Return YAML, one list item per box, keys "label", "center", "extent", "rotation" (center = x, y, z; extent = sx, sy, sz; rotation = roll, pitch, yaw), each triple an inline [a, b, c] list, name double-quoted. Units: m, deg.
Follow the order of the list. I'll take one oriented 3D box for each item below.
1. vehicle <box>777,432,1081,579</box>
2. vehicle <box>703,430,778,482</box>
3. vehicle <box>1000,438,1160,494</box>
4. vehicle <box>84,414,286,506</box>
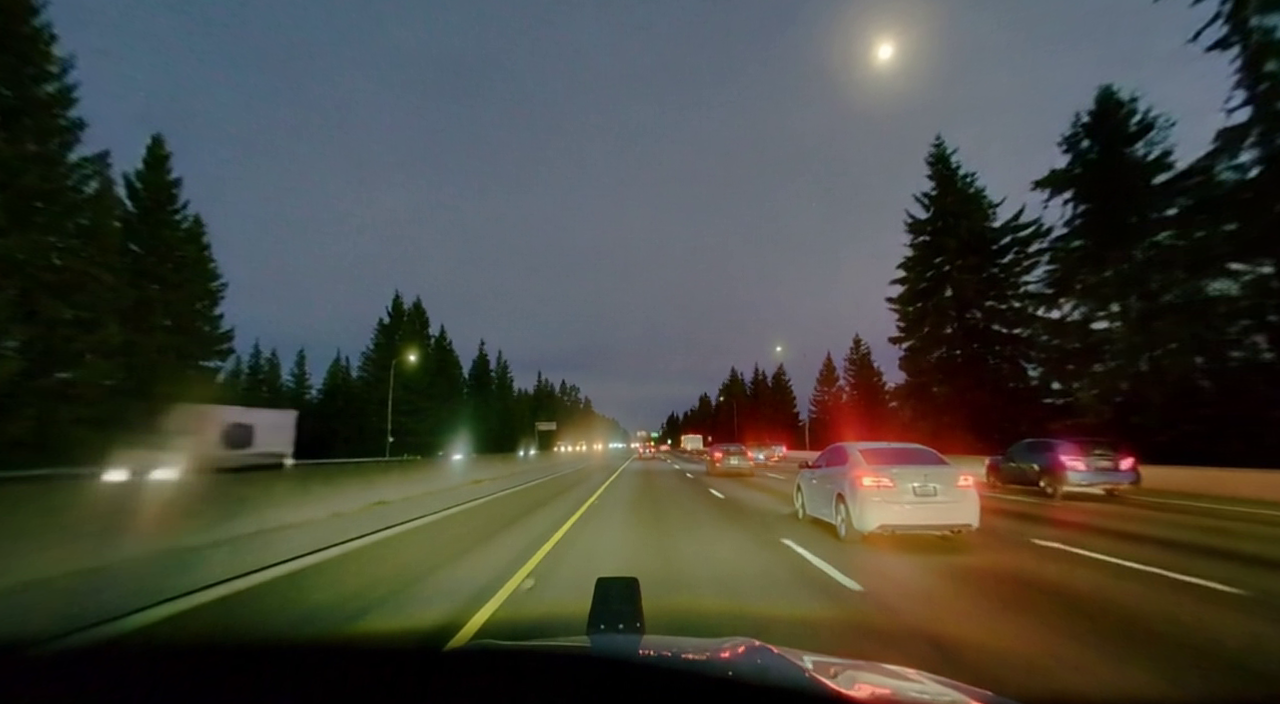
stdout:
- label: "vehicle"
  center: [3.429, 1.906, 8.735]
  extent: [1.904, 1.453, 4.789]
  rotation: [0, -9, -1]
- label: "vehicle"
  center: [4.055, 4.312, 26.317]
  extent: [2.206, 1.902, 5.460]
  rotation: [0, -9, 0]
- label: "vehicle"
  center: [15.136, 3.911, 22.043]
  extent: [2.027, 1.711, 4.963]
  rotation: [0, -9, 0]
- label: "vehicle"
  center: [-14.748, 3.534, 20.999]
  extent: [2.305, 2.613, 5.756]
  rotation: [0, -9, 0]
